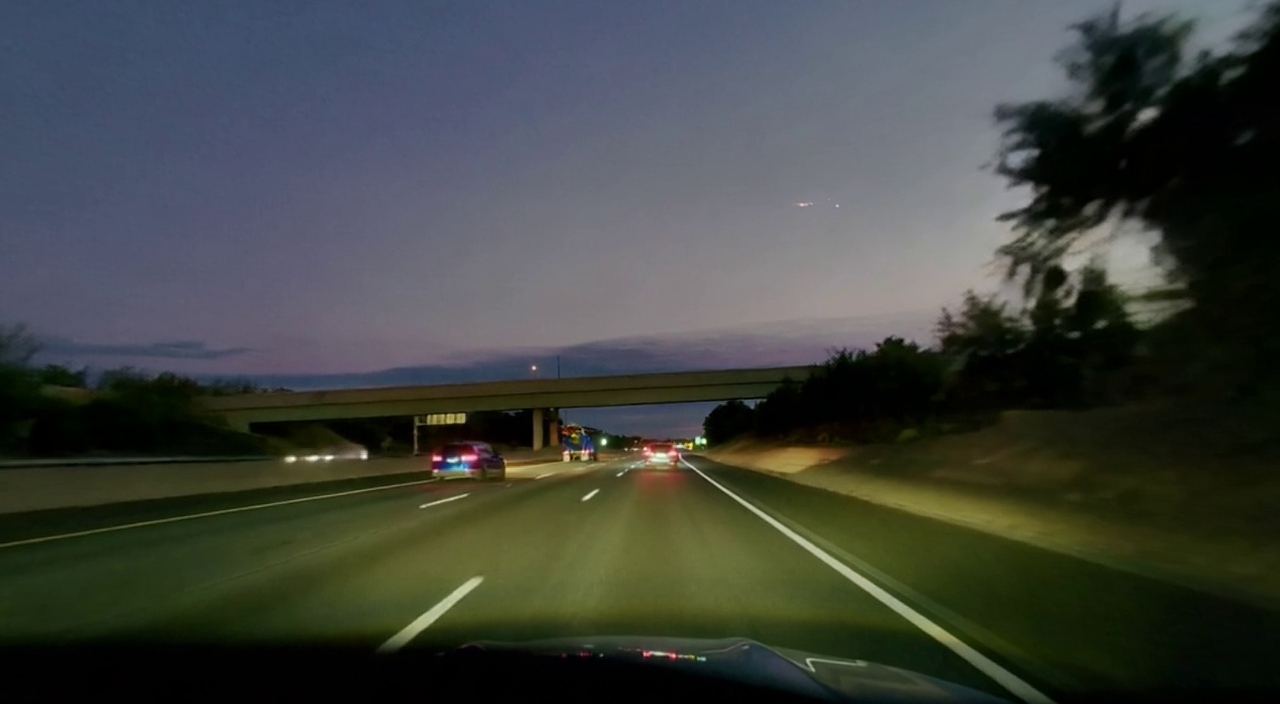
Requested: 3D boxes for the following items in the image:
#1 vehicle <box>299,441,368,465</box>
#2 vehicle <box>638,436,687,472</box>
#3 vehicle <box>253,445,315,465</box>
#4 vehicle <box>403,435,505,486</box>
[{"bbox_3d":[-20.170,6.682,41.743,1.889,1.480,4.980,0,-8,2],"label":"vehicle"},{"bbox_3d":[1.168,5.243,32.565,2.336,1.722,4.212,0,-8,2],"label":"vehicle"},{"bbox_3d":[-26.936,7.786,47.880,1.775,1.461,4.694,0,-8,3],"label":"vehicle"},{"bbox_3d":[-6.564,3.855,22.903,2.115,1.644,4.513,0,-8,3],"label":"vehicle"}]
